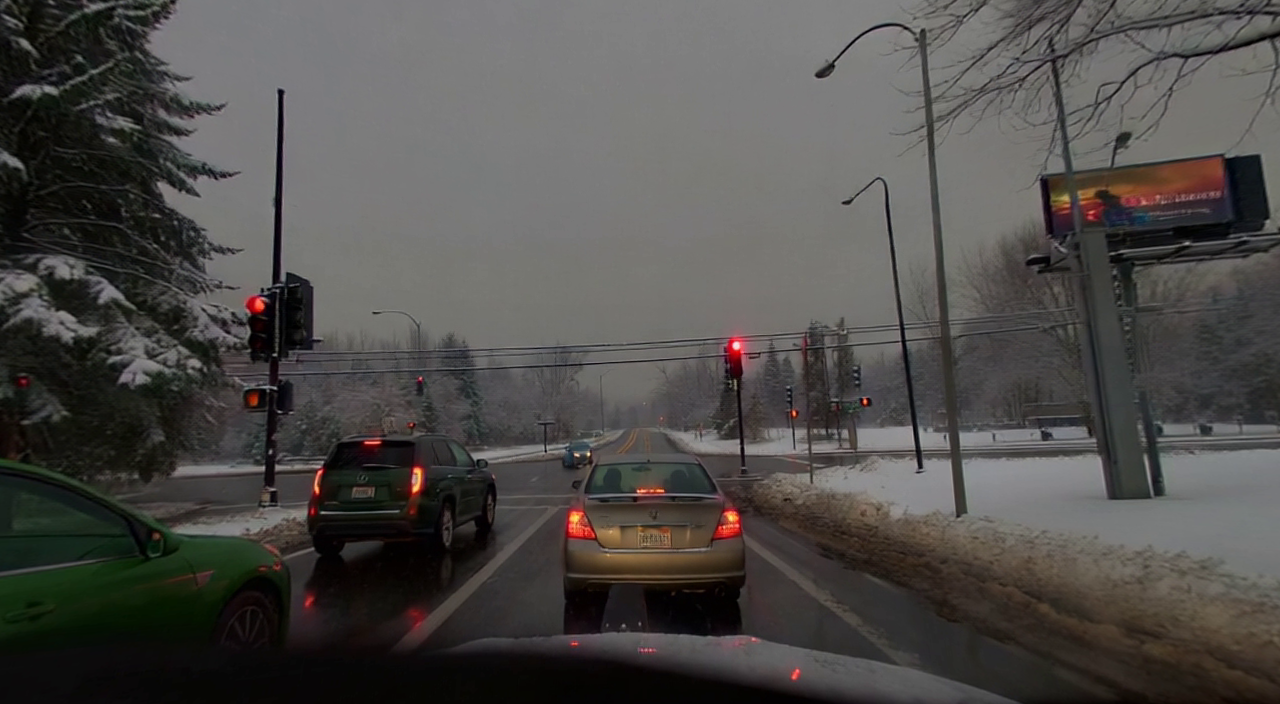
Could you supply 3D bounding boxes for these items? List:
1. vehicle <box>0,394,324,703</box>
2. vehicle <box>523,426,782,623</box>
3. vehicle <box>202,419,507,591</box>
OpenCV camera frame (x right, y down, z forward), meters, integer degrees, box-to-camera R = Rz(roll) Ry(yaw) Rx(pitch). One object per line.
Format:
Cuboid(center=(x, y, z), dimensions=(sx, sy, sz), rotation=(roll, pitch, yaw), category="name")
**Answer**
Cuboid(center=(-3.149, 0.952, 2.418), dimensions=(1.808, 1.520, 3.846), rotation=(-1, -9, 1), category="vehicle")
Cuboid(center=(0.027, 1.591, 6.633), dimensions=(1.977, 1.467, 3.474), rotation=(0, -9, -2), category="vehicle")
Cuboid(center=(-3.176, 1.785, 8.142), dimensions=(1.950, 1.628, 4.082), rotation=(-1, -9, 1), category="vehicle")
